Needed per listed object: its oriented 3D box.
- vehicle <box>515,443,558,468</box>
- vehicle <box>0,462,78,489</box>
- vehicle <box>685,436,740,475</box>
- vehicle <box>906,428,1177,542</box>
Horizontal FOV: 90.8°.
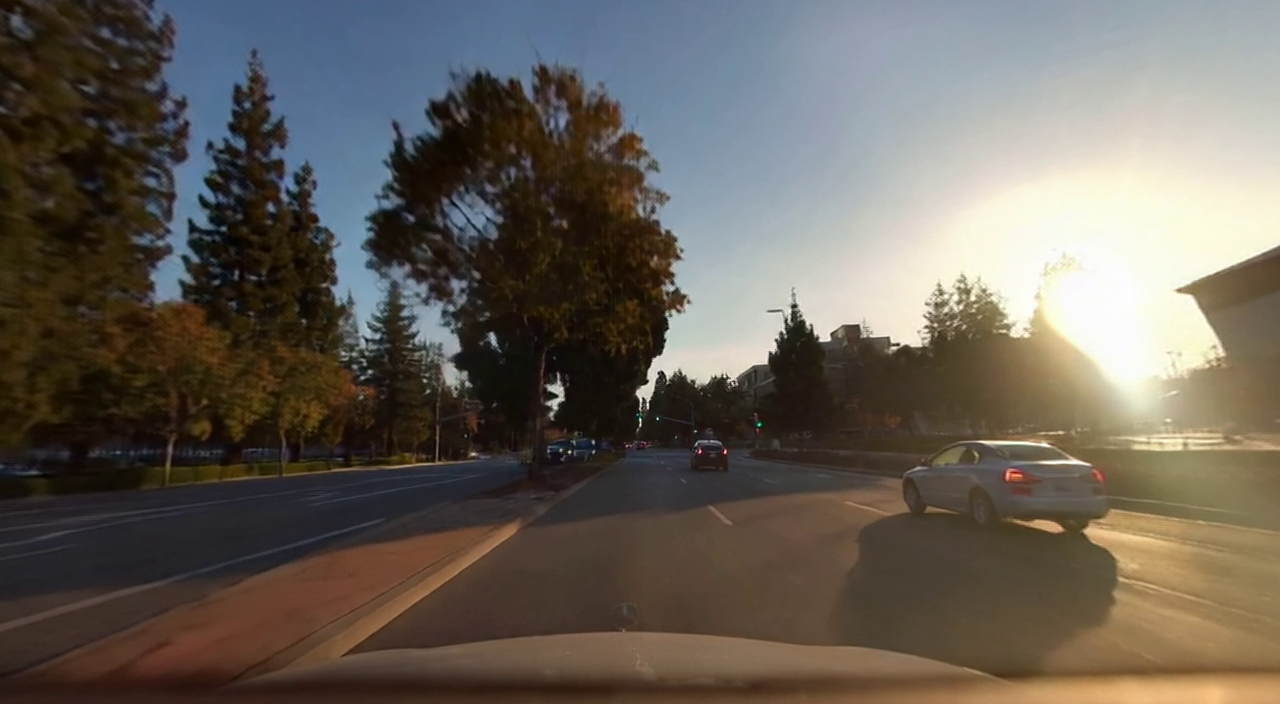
[{"bbox_3d":[-6.587,6.623,40.641,1.970,1.483,4.269,0,-9,1],"label":"vehicle"},{"bbox_3d":[-38.205,7.657,39.359,1.847,1.443,4.791,-1,-9,3],"label":"vehicle"},{"bbox_3d":[3.490,5.112,31.317,2.095,1.759,4.862,0,-9,-1],"label":"vehicle"},{"bbox_3d":[6.706,2.248,11.295,2.000,1.618,4.238,0,-9,-1],"label":"vehicle"}]
